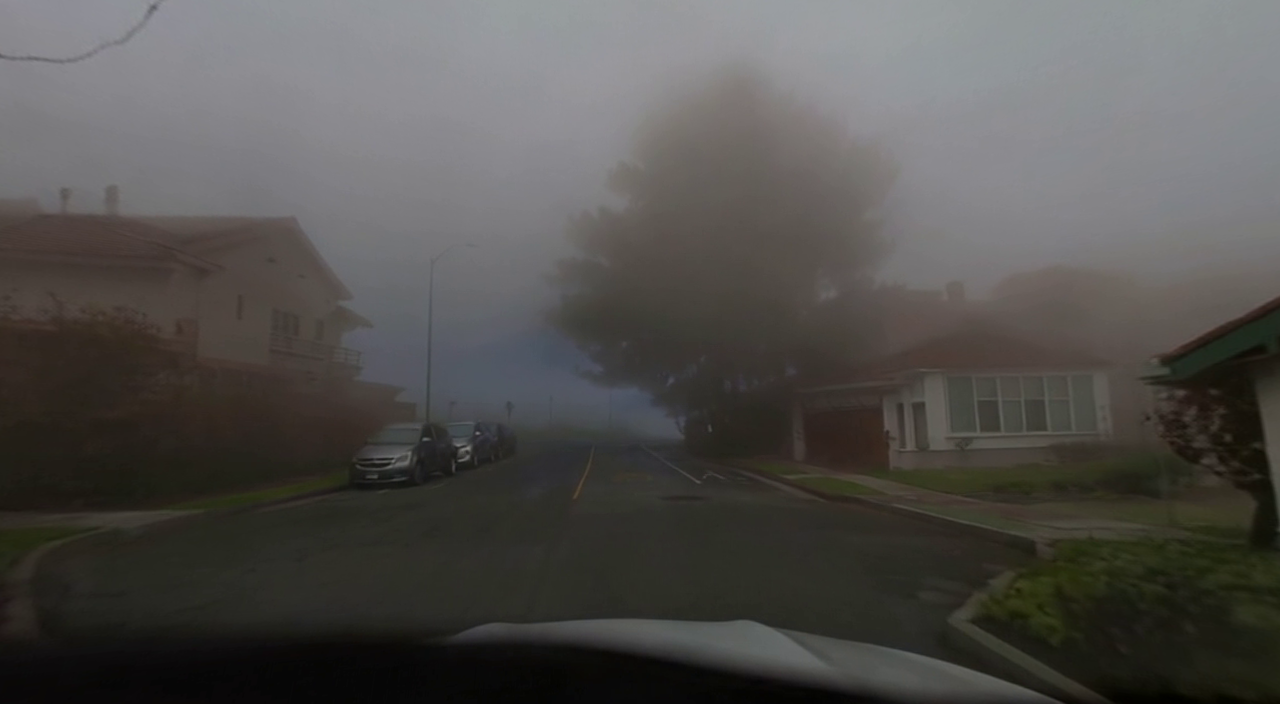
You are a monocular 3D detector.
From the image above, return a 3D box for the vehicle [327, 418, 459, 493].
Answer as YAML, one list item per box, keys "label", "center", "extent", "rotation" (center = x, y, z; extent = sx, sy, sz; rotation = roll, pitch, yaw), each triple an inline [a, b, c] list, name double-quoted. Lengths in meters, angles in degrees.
- label: "vehicle"
  center: [-6.549, 2.776, 17.310]
  extent: [2.147, 1.780, 4.165]
  rotation: [0, -8, -4]
